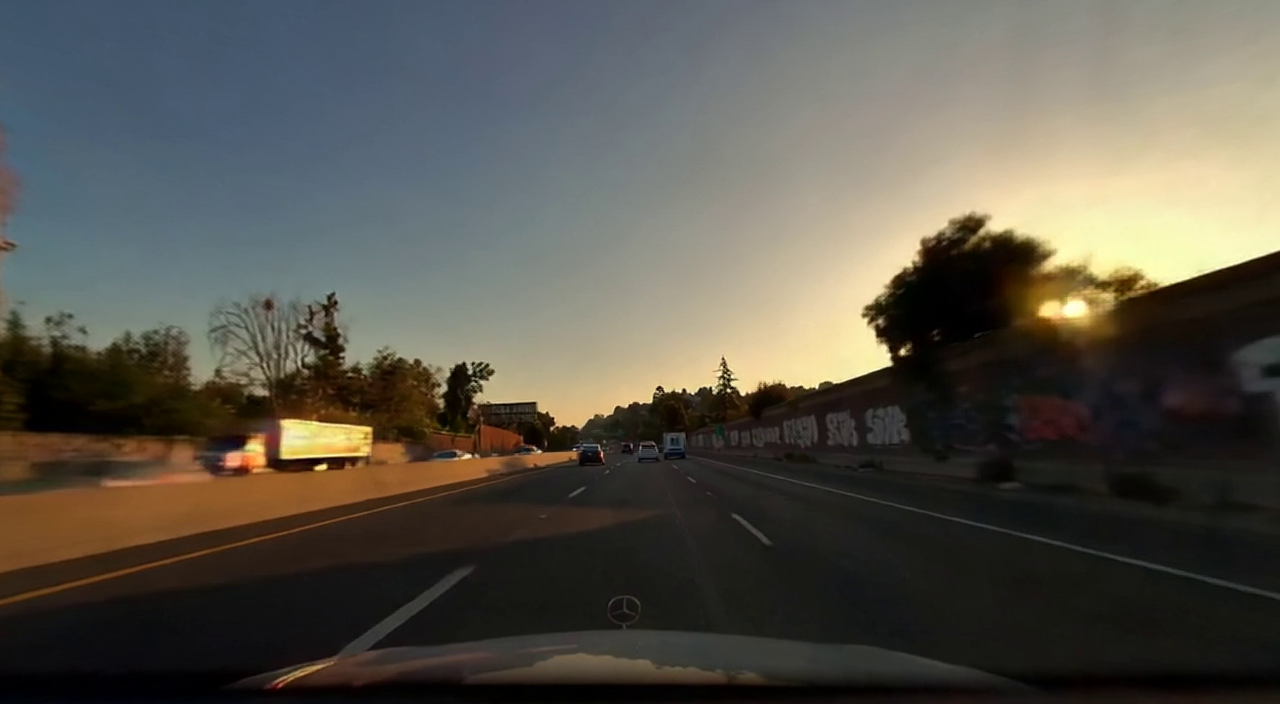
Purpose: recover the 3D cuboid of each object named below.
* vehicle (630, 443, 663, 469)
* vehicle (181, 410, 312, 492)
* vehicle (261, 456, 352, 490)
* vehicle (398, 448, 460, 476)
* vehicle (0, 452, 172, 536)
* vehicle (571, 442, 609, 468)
[{"bbox_3d":[0.408,6.646,40.335,2.009,1.506,4.091,0,-9,0],"label":"vehicle"},{"bbox_3d":[-20.565,5.238,33.432,2.925,3.884,5.866,0,-9,1],"label":"vehicle"},{"bbox_3d":[-16.343,5.930,31.189,1.856,1.475,4.749,0,-9,1],"label":"vehicle"},{"bbox_3d":[-11.920,6.230,35.853,2.102,1.469,3.981,0,-9,1],"label":"vehicle"},{"bbox_3d":[-12.344,2.912,13.477,1.853,1.521,3.633,0,-9,-1],"label":"vehicle"},{"bbox_3d":[-3.302,6.931,42.489,2.095,1.671,4.193,0,-9,1],"label":"vehicle"}]
